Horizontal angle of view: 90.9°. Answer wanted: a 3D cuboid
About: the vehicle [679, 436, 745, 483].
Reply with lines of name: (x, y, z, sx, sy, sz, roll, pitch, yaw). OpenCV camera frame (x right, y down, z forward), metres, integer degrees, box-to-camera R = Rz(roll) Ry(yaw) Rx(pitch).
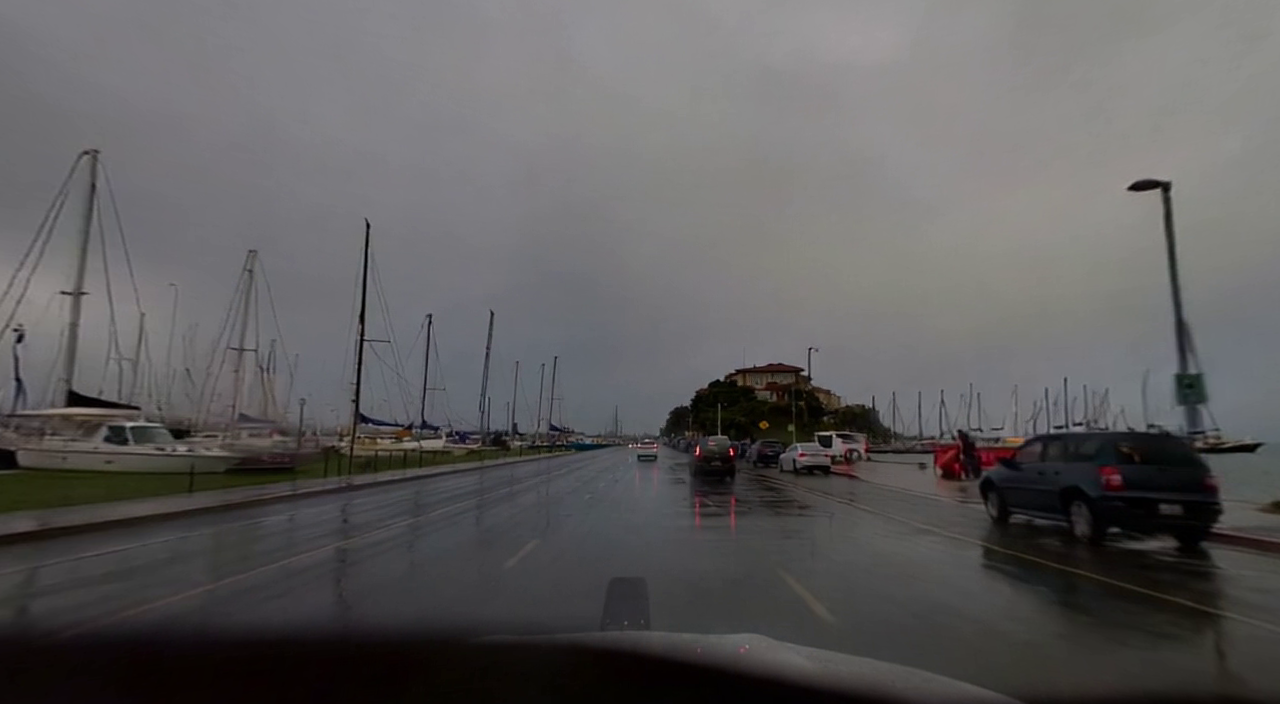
vehicle: (2.681, 4.127, 24.460, 2.047, 1.640, 4.051, 0, -9, 0)

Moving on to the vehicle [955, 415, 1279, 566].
vehicle: (7.206, 1.997, 9.902, 2.029, 1.750, 4.825, 0, -9, 1)

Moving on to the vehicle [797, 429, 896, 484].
vehicle: (7.937, 4.090, 24.861, 2.056, 1.896, 5.062, 0, -9, -1)

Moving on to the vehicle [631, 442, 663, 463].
vehicle: (0.520, 7.598, 47.618, 2.284, 1.496, 3.949, -1, -9, 1)

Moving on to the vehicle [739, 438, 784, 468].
vehicle: (7.969, 6.667, 41.729, 1.969, 1.852, 4.514, 0, -9, -1)

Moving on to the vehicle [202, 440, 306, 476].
vehicle: (-18.020, 4.972, 29.733, 1.840, 1.522, 4.695, -1, -9, 1)
